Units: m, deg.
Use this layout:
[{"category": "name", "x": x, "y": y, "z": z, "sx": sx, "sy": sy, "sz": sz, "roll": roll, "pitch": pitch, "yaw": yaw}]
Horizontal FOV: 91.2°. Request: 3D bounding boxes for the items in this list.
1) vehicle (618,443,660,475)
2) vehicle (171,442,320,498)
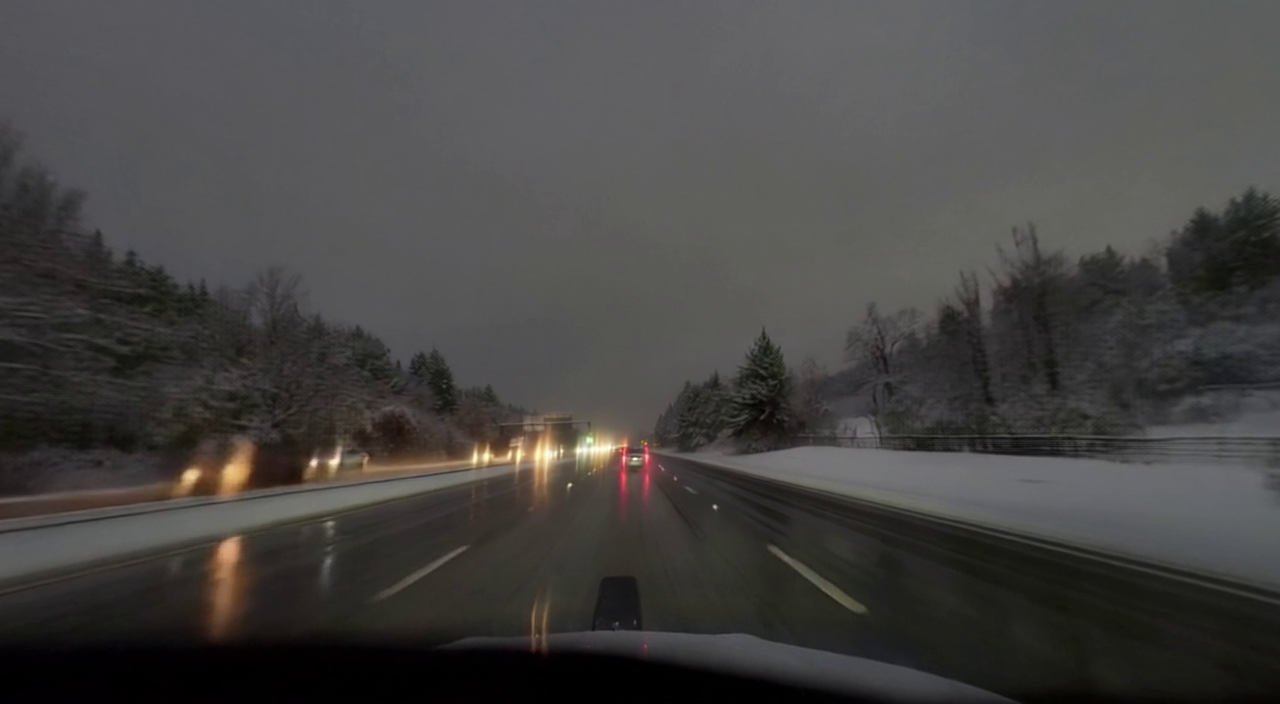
[{"category": "vehicle", "x": -0.086, "y": 5.621, "z": 33.107, "sx": 2.095, "sy": 1.537, "sz": 4.017, "roll": 0, "pitch": -9, "yaw": -1}, {"category": "vehicle", "x": -13.508, "y": 4.052, "z": 21.920, "sx": 2.074, "sy": 1.695, "sz": 4.789, "roll": 0, "pitch": -9, "yaw": 0}]
